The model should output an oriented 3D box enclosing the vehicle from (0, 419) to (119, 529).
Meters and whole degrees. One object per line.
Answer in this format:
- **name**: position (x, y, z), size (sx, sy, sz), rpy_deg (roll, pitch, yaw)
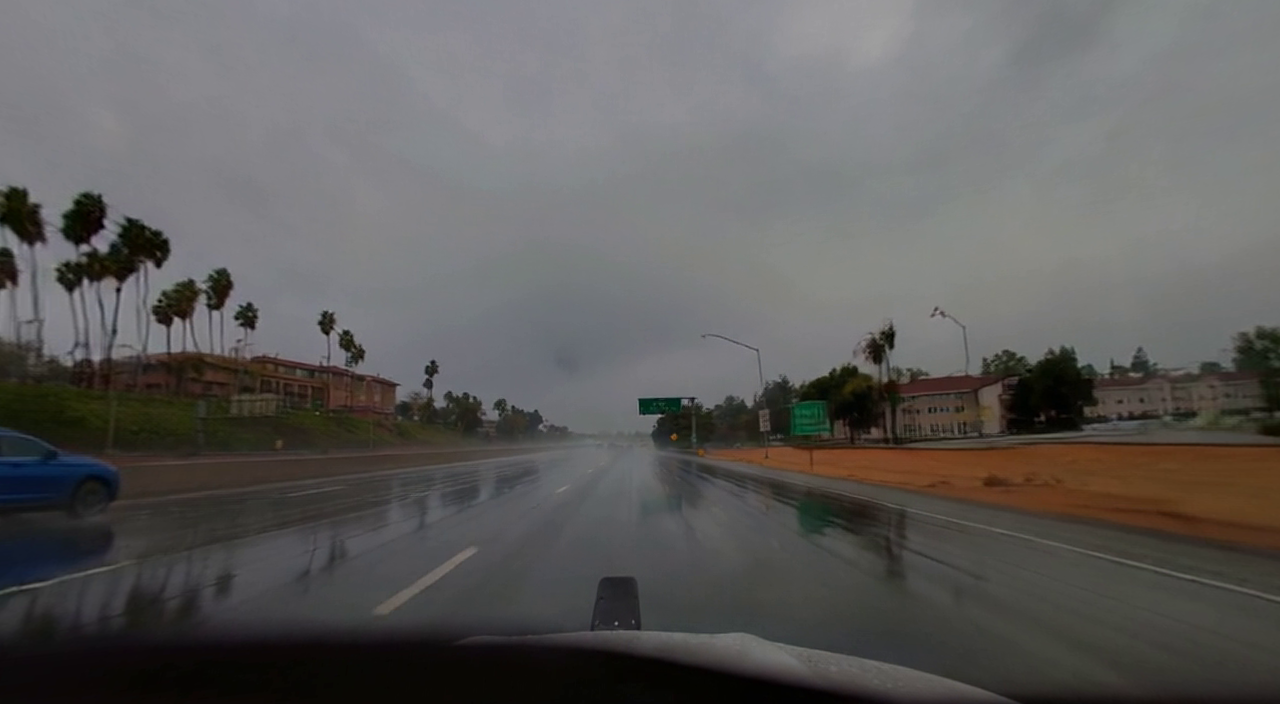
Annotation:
- **vehicle**: position (-11.340, 1.965, 10.153), size (2.016, 1.754, 4.543), rpy_deg (0, -8, 0)
